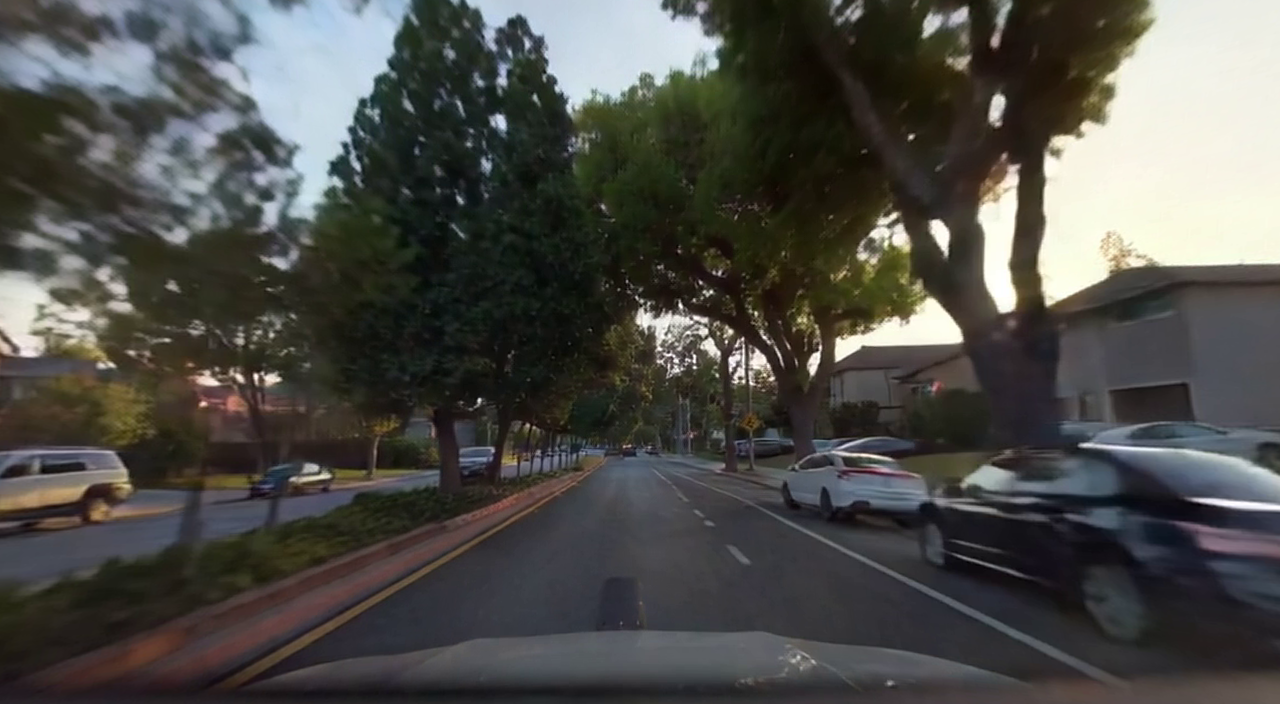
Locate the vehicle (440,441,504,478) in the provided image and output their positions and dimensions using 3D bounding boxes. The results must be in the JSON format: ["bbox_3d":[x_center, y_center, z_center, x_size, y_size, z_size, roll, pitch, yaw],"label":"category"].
[{"bbox_3d":[-8.585,5.508,32.768,2.041,1.760,4.522,0,-8,1],"label":"vehicle"}]

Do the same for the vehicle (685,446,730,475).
[{"bbox_3d":[3.716,6.058,35.683,1.991,1.500,4.562,0,-8,-1],"label":"vehicle"}]

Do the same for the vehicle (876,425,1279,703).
[{"bbox_3d":[4.045,1.437,5.570,1.946,1.431,4.695,0,-8,-2],"label":"vehicle"}]

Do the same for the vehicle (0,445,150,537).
[{"bbox_3d":[-13.029,2.900,13.361,1.978,1.706,4.310,-3,-8,-1],"label":"vehicle"}]

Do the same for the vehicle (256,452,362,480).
[{"bbox_3d":[-18.824,6.468,36.094,4.880,1.500,1.965,0,-8,-2],"label":"vehicle"}]
